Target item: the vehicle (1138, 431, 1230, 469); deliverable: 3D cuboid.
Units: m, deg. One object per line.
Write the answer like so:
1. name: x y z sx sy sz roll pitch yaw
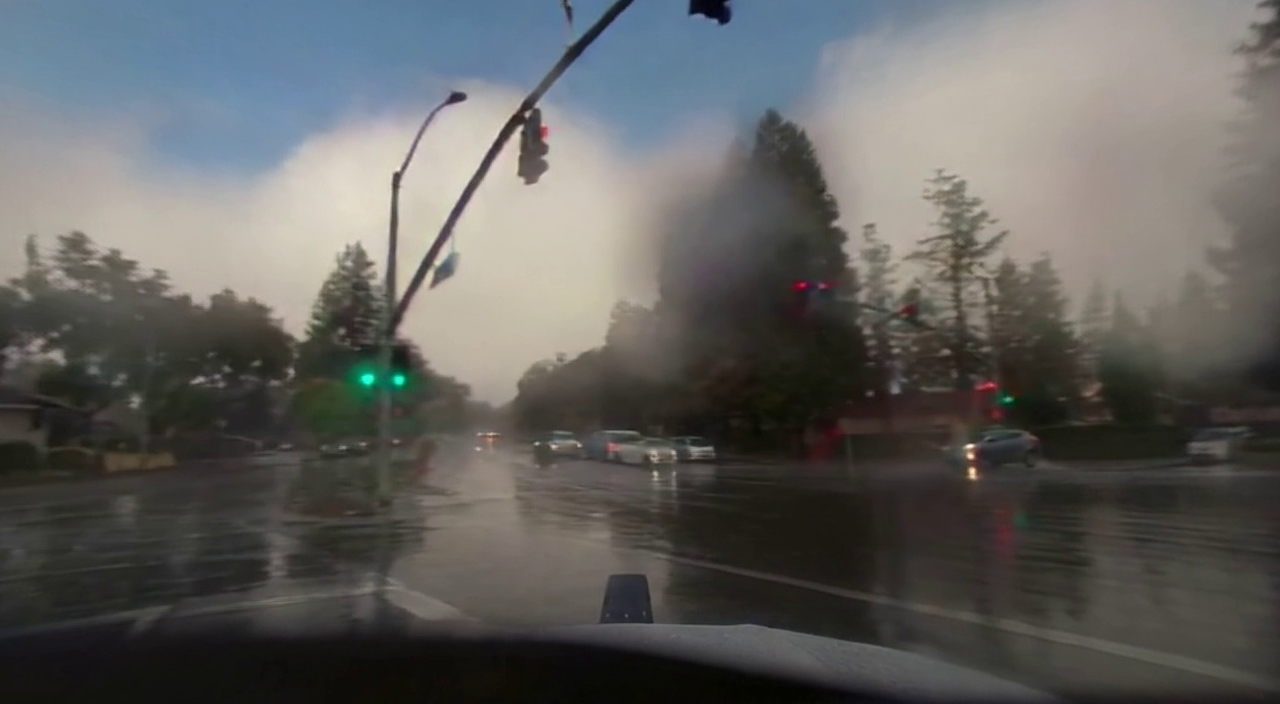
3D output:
1. vehicle: 28.552 5.124 33.038 4.804 1.838 2.248 6 -10 -33

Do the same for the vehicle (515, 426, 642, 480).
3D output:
1. vehicle: -2.652 4.078 25.628 2.226 1.897 5.874 7 -11 -38

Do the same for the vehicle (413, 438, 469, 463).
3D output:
1. vehicle: -14.498 7.124 45.749 2.159 1.734 4.462 8 -12 -40

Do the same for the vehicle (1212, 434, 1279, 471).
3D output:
1. vehicle: 27.809 4.526 28.292 4.356 1.519 2.039 6 -11 -34

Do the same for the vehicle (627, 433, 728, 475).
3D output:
1. vehicle: 1.687 4.868 30.151 2.129 1.801 4.911 7 -11 -36

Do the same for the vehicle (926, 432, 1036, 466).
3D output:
1. vehicle: 22.274 6.380 41.324 5.840 2.087 2.737 2 -9 -11
